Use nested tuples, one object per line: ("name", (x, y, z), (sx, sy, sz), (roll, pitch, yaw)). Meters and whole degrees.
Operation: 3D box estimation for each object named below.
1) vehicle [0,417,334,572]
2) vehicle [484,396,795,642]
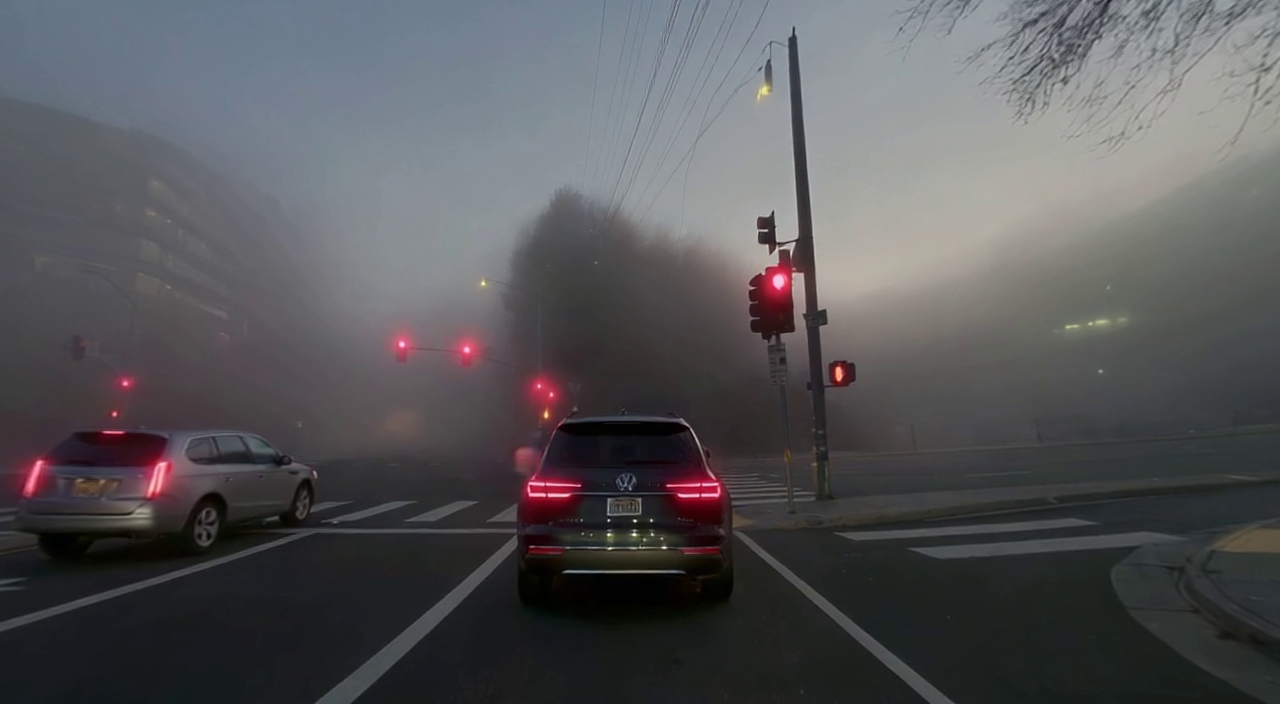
("vehicle", (-6.392, 1.899, 9.151), (2.020, 1.695, 4.187), (1, -9, -5))
("vehicle", (-0.152, 1.458, 6.514), (2.154, 1.670, 4.140), (1, -9, -5))
